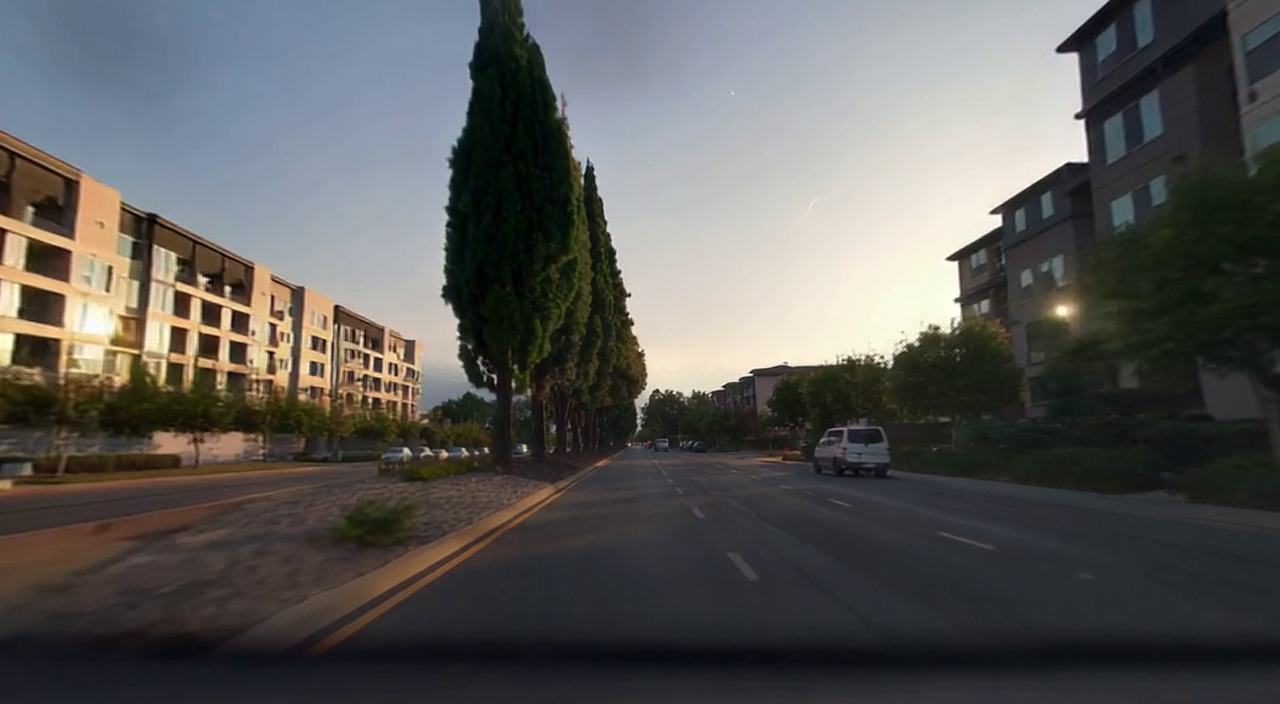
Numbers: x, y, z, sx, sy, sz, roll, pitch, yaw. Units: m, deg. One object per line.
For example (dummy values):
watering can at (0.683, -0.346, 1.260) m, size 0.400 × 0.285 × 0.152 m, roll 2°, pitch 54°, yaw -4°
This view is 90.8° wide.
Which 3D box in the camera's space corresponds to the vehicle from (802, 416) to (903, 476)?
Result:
vehicle at (9.836, 4.466, 29.953) m, size 2.456 × 2.534 × 5.930 m, roll 1°, pitch -8°, yaw -3°
